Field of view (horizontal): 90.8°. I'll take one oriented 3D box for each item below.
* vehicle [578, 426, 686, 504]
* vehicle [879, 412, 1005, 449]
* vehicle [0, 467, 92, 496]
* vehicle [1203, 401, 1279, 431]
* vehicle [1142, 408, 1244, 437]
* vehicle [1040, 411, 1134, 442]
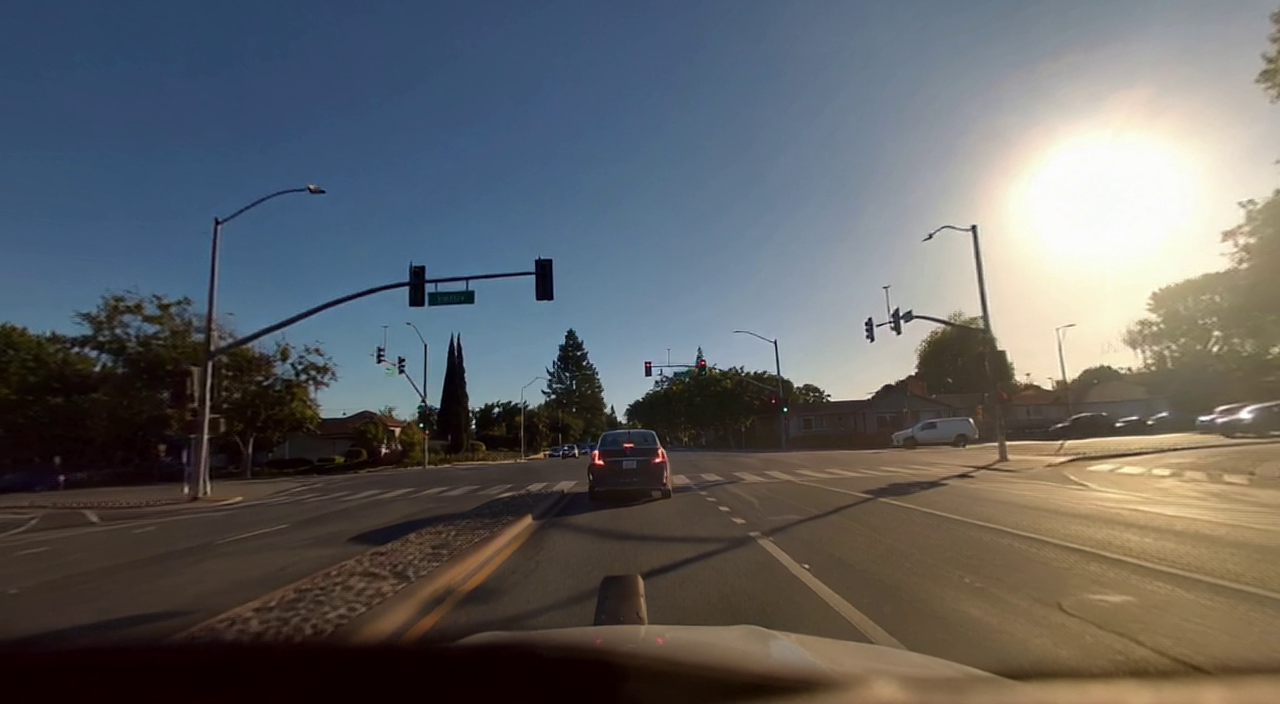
[{"bbox_3d":[-0.031,2.619,15.041,2.074,1.570,3.647,0,-8,7],"label":"vehicle"},{"bbox_3d":[17.842,4.655,37.561,6.025,2.000,2.876,1,-7,-2],"label":"vehicle"},{"bbox_3d":[-39.996,8.575,41.907,5.009,1.739,2.092,1,-8,-6],"label":"vehicle"},{"bbox_3d":[47.023,4.991,48.894,4.484,2.196,2.468,1,-7,-3],"label":"vehicle"},{"bbox_3d":[35.905,4.589,41.085,4.735,1.784,2.094,1,-7,-3],"label":"vehicle"},{"bbox_3d":[28.646,4.839,40.554,4.557,1.899,1.996,1,-8,-5],"label":"vehicle"}]
